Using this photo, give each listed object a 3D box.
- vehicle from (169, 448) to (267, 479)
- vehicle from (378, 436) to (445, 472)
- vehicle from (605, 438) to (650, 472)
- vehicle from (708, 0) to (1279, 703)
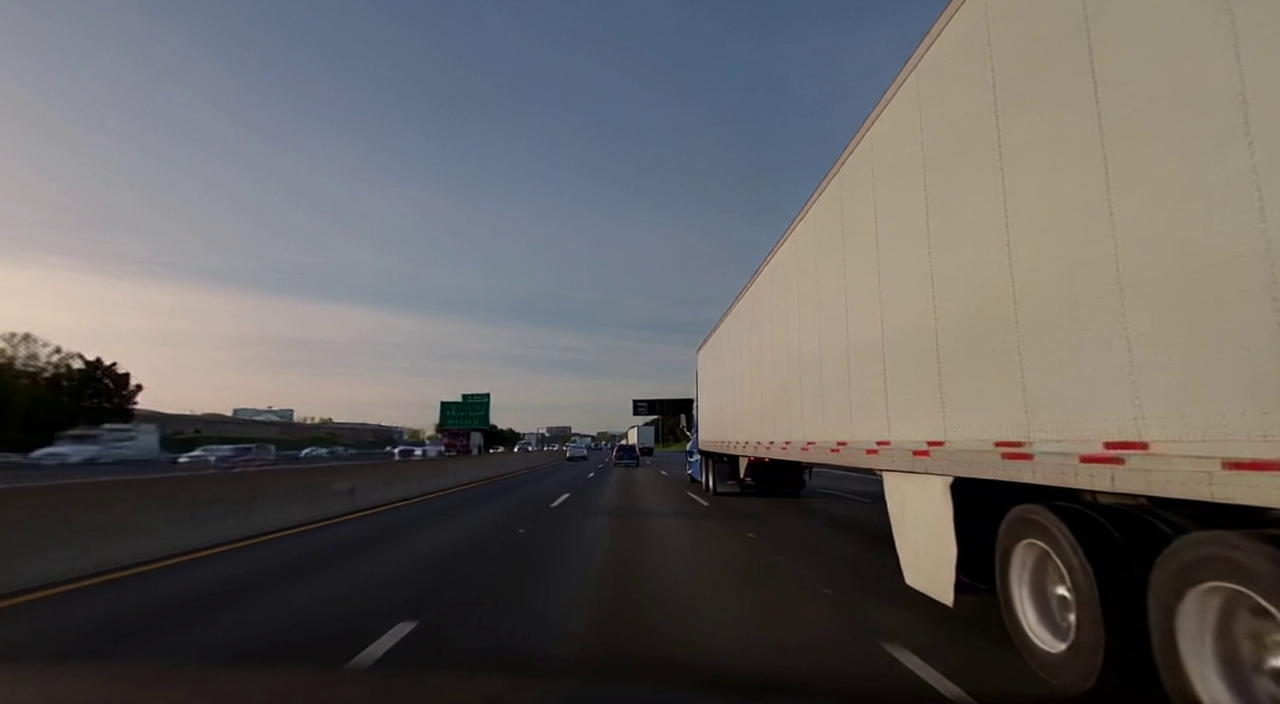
[{"bbox_3d":[-21.798,5.774,32.899,2.109,1.470,4.501,0,-9,-2],"label":"vehicle"},{"bbox_3d":[-14.545,6.526,40.594,2.213,2.161,5.648,0,-9,-1],"label":"vehicle"},{"bbox_3d":[-0.669,5.453,33.517,2.191,1.685,4.015,0,-9,-1],"label":"vehicle"},{"bbox_3d":[3.355,0.395,7.998,2.996,4.123,15.965,0,-9,-1],"label":"vehicle"}]
